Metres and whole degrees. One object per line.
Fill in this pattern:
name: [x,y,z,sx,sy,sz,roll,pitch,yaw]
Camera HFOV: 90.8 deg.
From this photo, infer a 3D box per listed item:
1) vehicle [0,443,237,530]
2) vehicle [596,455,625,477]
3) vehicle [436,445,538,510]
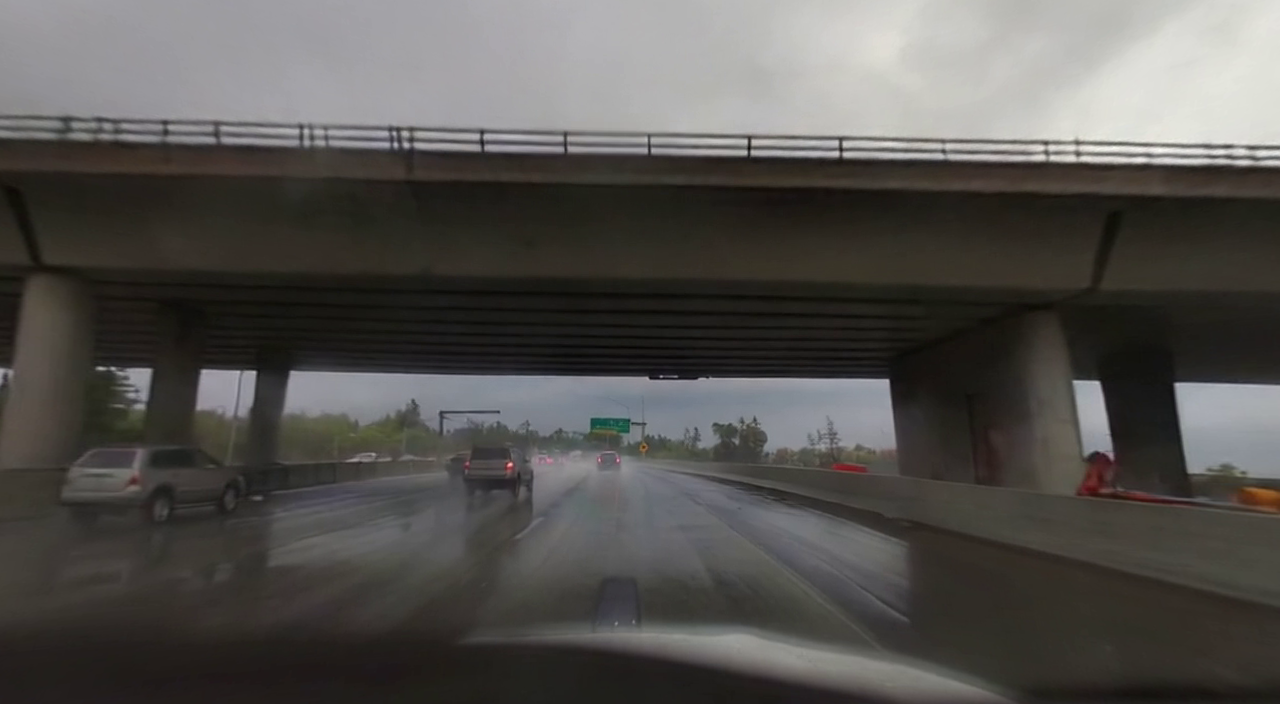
vehicle: [-11.687,2.974,14.618,1.967,1.681,4.203,0,-8,-1]
vehicle: [-2.198,8.438,46.787,2.051,1.459,4.092,1,-9,-4]
vehicle: [-4.302,3.568,18.525,2.024,1.655,4.192,0,-8,-1]
